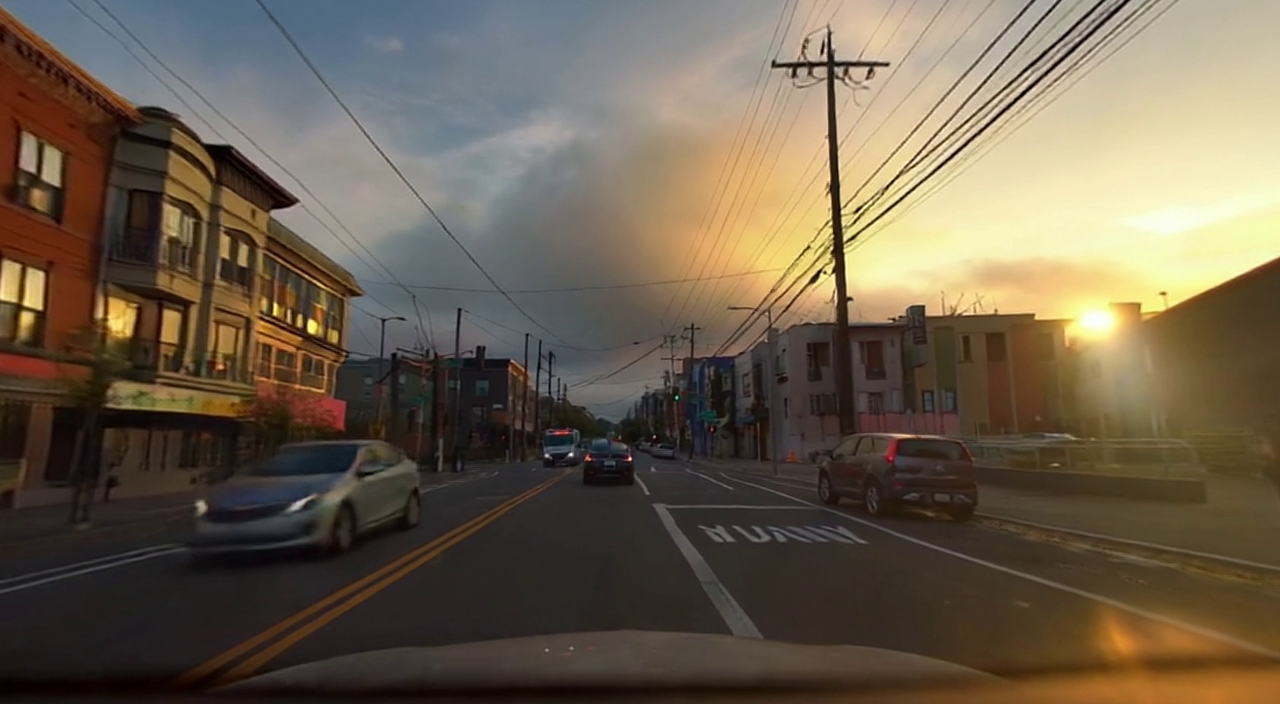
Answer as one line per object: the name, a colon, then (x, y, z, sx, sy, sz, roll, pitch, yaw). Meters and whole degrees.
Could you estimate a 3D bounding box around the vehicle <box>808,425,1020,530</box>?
vehicle: (5.806, 2.731, 14.523, 2.197, 1.917, 5.637, 0, -9, -2)

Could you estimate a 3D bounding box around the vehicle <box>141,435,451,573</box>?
vehicle: (-4.451, 2.002, 9.201, 2.181, 1.500, 4.319, 0, -8, -2)

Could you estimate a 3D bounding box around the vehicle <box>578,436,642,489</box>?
vehicle: (-0.962, 3.710, 21.534, 1.980, 1.635, 3.795, 0, -8, -1)
